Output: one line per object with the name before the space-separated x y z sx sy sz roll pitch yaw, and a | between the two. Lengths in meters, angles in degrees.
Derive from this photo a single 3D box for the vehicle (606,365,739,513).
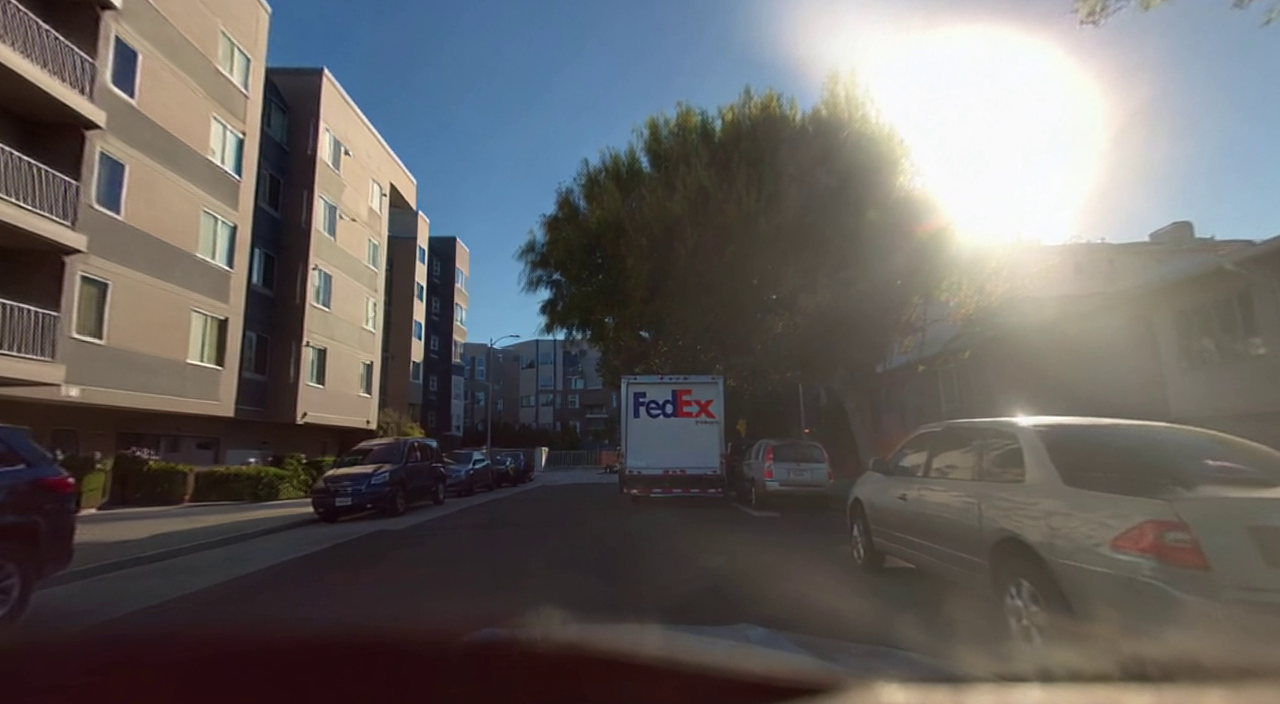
vehicle | 0.669 2.527 18.225 2.930 3.275 8.180 0 -8 -1

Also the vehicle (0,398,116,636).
vehicle | -5.835 1.058 3.523 2.089 1.757 4.256 0 -8 1

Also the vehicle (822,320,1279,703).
vehicle | 3.516 1.244 5.522 2.221 1.991 5.564 0 -8 0

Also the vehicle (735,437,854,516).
vehicle | 3.478 2.860 14.999 1.868 1.623 3.815 0 -8 0

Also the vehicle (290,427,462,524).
vehicle | -5.817 2.763 14.718 2.020 1.867 4.654 0 -8 -1
